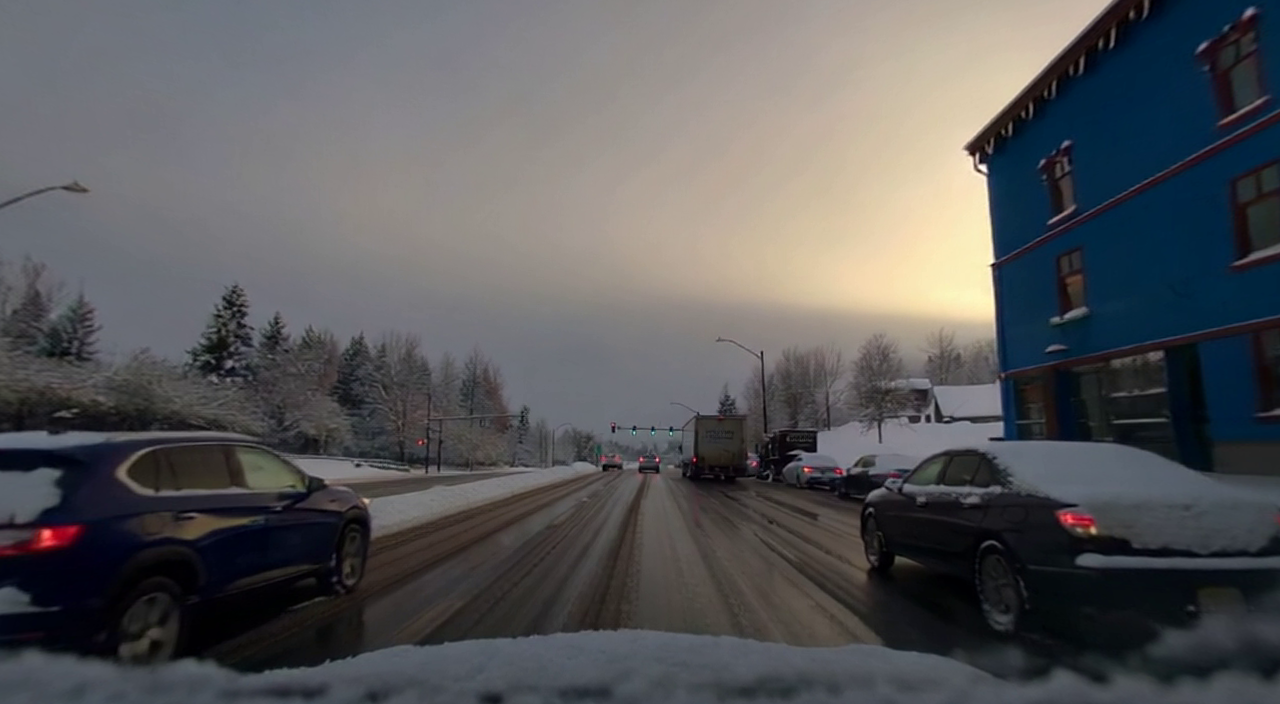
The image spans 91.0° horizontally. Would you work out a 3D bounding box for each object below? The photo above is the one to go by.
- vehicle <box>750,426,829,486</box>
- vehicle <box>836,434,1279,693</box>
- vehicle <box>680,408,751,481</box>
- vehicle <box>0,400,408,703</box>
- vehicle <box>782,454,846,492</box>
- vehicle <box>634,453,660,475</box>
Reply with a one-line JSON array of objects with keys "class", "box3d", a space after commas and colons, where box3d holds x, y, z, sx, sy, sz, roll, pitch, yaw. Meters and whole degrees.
[{"class": "vehicle", "box3d": [7.325, 5.182, 31.502, 2.483, 2.707, 5.496, 0, -9, -1]}, {"class": "vehicle", "box3d": [3.699, 1.588, 6.139, 1.915, 1.449, 4.970, 0, -9, -1]}, {"class": "vehicle", "box3d": [4.165, 5.521, 37.405, 3.003, 3.680, 10.684, 0, -9, 1]}, {"class": "vehicle", "box3d": [-3.496, 1.295, 4.669, 1.751, 1.540, 4.481, 0, -9, 1]}, {"class": "vehicle", "box3d": [7.294, 5.080, 26.636, 1.902, 1.430, 3.041, -1, -9, 2]}, {"class": "vehicle", "box3d": [0.546, 8.376, 47.337, 1.846, 1.528, 4.348, 0, -9, 1]}]
